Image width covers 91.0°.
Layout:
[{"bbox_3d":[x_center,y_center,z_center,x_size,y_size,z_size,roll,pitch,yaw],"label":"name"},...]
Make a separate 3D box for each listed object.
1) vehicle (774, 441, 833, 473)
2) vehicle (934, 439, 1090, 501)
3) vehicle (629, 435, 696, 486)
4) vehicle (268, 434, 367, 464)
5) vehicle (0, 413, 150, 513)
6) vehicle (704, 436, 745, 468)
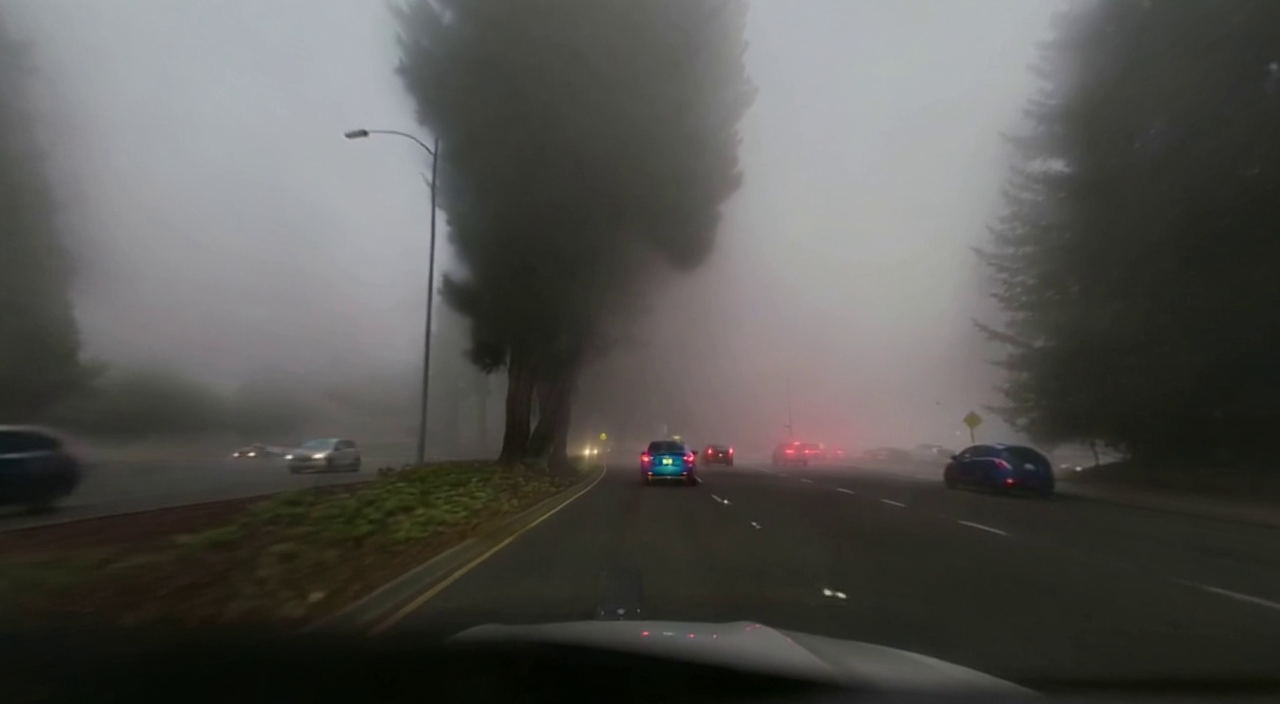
[{"bbox_3d":[8.279,5.348,32.320,1.928,1.488,4.361,0,-8,1],"label":"vehicle"},{"bbox_3d":[11.638,3.693,20.222,2.106,1.719,4.830,0,-8,1],"label":"vehicle"},{"bbox_3d":[0.753,3.787,22.242,2.145,1.603,4.369,0,-8,1],"label":"vehicle"},{"bbox_3d":[-13.613,4.132,26.904,1.890,1.132,4.497,0,-8,0],"label":"vehicle"},{"bbox_3d":[-10.710,1.813,10.402,1.938,1.502,4.209,1,-8,-3],"label":"vehicle"},{"bbox_3d":[5.015,5.992,37.765,1.976,1.796,4.159,0,-8,2],"label":"vehicle"}]
